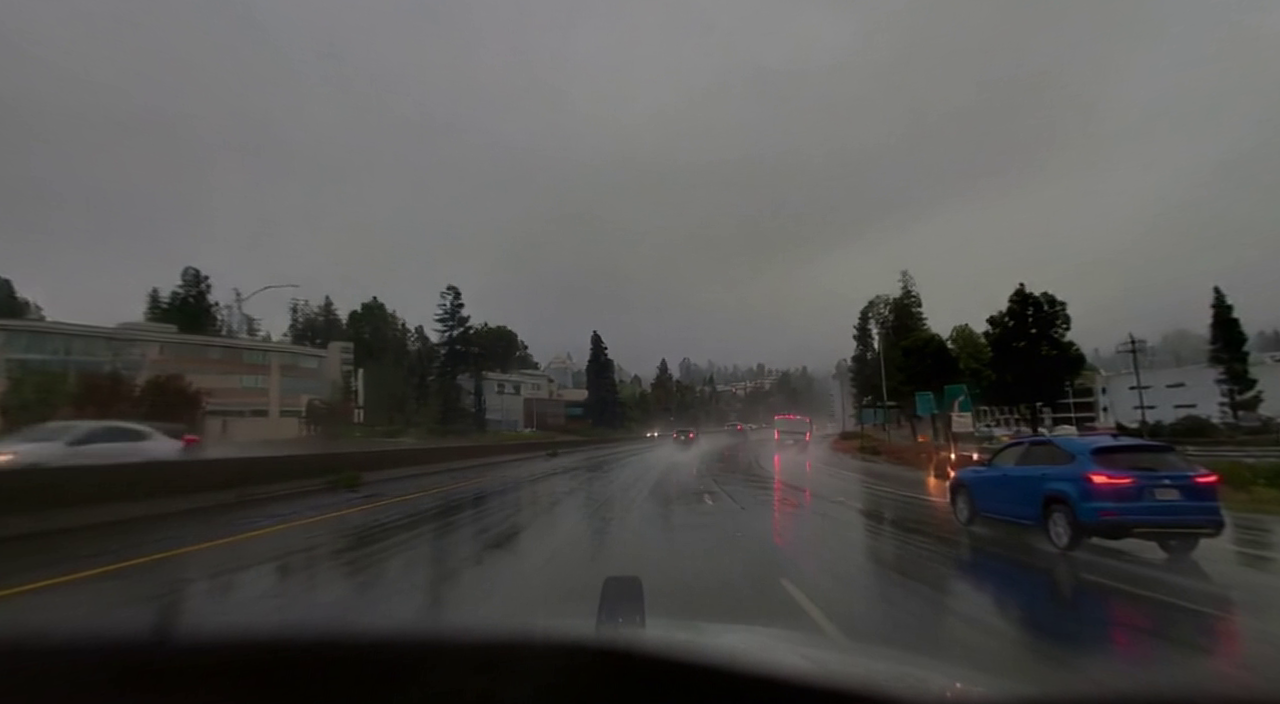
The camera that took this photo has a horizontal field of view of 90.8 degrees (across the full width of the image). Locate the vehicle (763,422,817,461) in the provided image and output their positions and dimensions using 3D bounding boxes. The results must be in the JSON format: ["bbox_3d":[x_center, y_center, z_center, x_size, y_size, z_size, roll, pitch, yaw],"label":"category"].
[{"bbox_3d":[9.268,5.647,39.716,2.526,2.230,6.190,-1,-9,6],"label":"vehicle"}]

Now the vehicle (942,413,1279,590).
[{"bbox_3d":[5.950,1.741,8.215,2.097,1.659,4.320,-1,-9,4],"label":"vehicle"}]

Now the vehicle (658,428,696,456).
[{"bbox_3d":[2.579,6.195,43.338,2.181,1.768,4.383,-1,-9,8],"label":"vehicle"}]

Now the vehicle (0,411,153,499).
[{"bbox_3d":[-12.251,1.960,12.060,2.179,1.522,4.505,0,-9,2],"label":"vehicle"}]
